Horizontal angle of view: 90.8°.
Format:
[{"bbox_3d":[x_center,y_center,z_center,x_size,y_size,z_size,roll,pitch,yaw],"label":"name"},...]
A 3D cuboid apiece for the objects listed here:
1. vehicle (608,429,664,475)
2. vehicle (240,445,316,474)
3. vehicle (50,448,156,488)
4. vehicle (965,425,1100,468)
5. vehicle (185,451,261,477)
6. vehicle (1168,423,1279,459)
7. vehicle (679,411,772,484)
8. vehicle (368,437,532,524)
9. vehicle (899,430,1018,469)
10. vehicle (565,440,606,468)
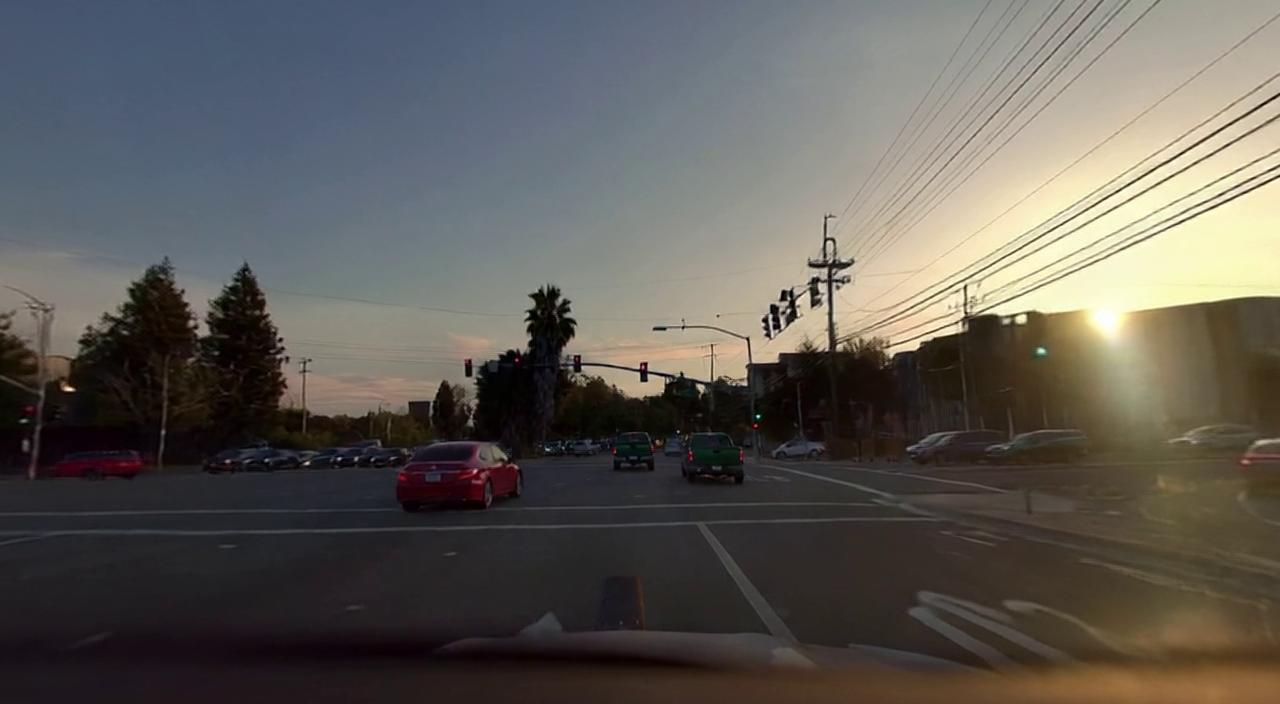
[{"bbox_3d":[-0.093,5.192,33.005,2.643,2.145,5.585,-1,-8,3],"label":"vehicle"},{"bbox_3d":[-24.484,7.289,42.999,2.224,1.759,4.994,-4,-9,0],"label":"vehicle"},{"bbox_3d":[-23.017,4.908,27.053,4.214,1.557,2.016,-5,-10,30],"label":"vehicle"},{"bbox_3d":[17.350,4.232,28.025,4.782,1.768,2.152,2,-9,-11],"label":"vehicle"},{"bbox_3d":[-28.125,7.557,42.832,1.985,1.609,4.536,-1,-9,1],"label":"vehicle"},{"bbox_3d":[31.285,4.723,33.446,4.848,1.769,2.301,2,-9,-8],"label":"vehicle"},{"bbox_3d":[3.323,3.975,26.421,2.905,2.636,6.895,0,-8,0],"label":"vehicle"},{"bbox_3d":[-3.716,2.588,13.350,1.939,1.494,4.499,0,-8,2],"label":"vehicle"},{"bbox_3d":[15.392,4.726,30.649,4.681,1.756,2.109,2,-9,-9],"label":"vehicle"},{"bbox_3d":[-3.629,6.914,42.964,2.273,1.749,4.385,0,-8,2],"label":"vehicle"}]
